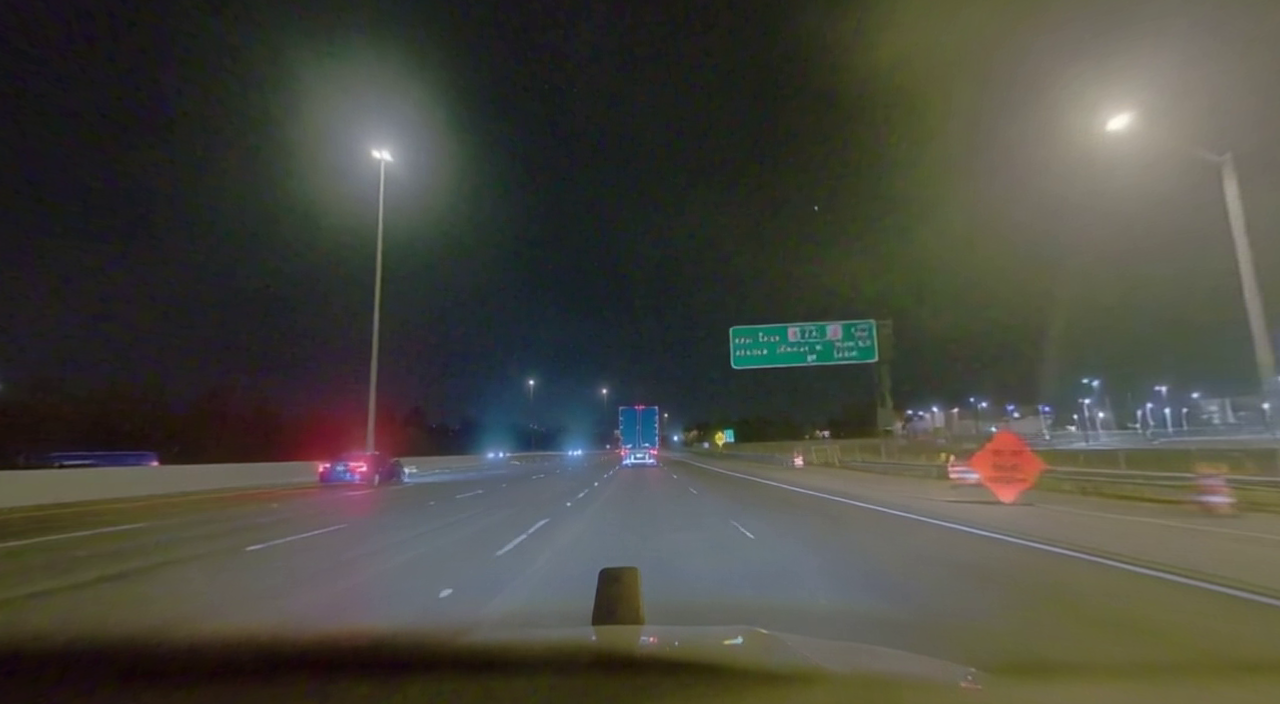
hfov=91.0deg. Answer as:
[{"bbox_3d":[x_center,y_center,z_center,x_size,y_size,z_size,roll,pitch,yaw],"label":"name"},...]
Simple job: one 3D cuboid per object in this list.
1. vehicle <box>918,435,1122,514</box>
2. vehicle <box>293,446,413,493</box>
[{"bbox_3d":[9.538,3.100,16.463,2.065,1.698,4.882,0,-9,-3],"label":"vehicle"},{"bbox_3d":[-10.428,4.298,23.403,2.096,1.538,4.998,0,-9,0],"label":"vehicle"}]
